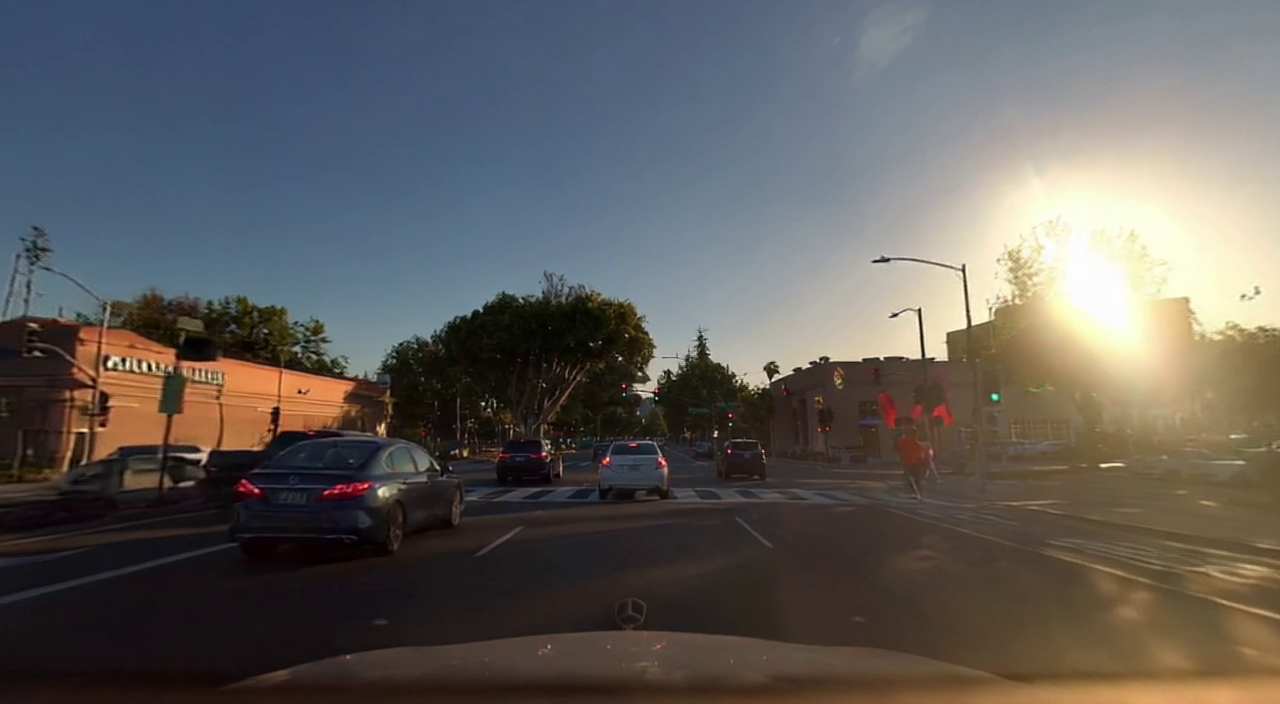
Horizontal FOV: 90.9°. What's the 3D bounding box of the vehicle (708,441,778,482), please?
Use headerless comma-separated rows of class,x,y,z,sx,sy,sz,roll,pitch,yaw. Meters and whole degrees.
vehicle,4.045,4.365,25.520,1.979,1.485,4.207,0,-8,-2

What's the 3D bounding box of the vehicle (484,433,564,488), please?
vehicle,-3.859,3.687,21.734,1.983,1.685,3.997,0,-8,0

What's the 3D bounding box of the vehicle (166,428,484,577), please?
vehicle,-3.784,1.871,8.797,1.992,1.493,4.688,0,-8,0

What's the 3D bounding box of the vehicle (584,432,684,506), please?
vehicle,-0.143,2.802,15.507,2.121,1.563,4.031,0,-8,0

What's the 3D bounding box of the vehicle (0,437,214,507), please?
vehicle,-16.230,3.574,19.448,2.237,1.840,5.567,0,-8,0

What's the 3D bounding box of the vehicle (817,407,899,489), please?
vehicle,9.494,4.187,27.688,2.613,3.281,2.673,3,-8,-1

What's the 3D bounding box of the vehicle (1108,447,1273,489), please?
vehicle,22.509,4.698,25.973,1.993,1.517,4.601,5,-10,-30
